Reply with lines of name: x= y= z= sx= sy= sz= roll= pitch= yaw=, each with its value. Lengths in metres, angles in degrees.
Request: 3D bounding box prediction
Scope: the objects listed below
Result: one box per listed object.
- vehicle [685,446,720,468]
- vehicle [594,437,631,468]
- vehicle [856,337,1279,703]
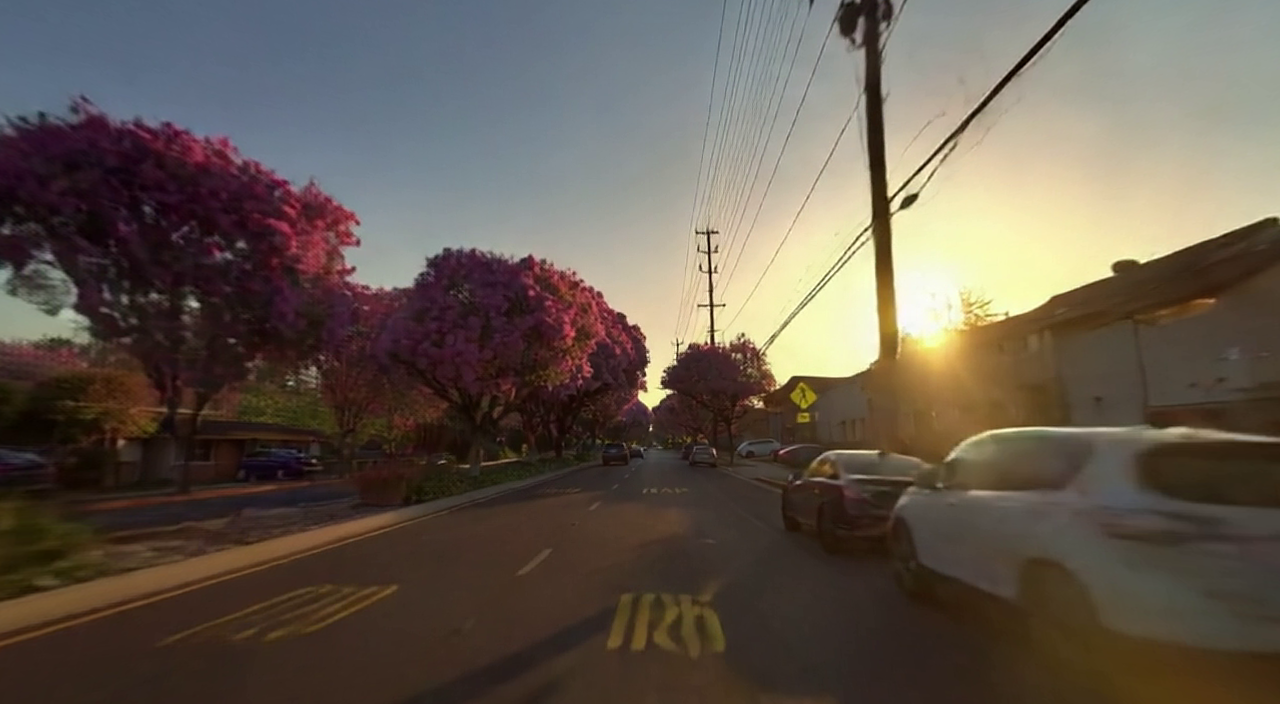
vehicle: x=4.395 y=7.442 z=44.862 sx=2.042 sy=1.465 sz=4.455 roll=0 pitch=-9 yaw=0
vehicle: x=-1.827 y=6.912 z=43.396 sx=2.202 sy=1.961 sz=4.980 roll=0 pitch=-9 yaw=1
vehicle: x=3.233 y=1.118 z=4.255 sx=1.896 sy=1.725 sz=4.500 roll=0 pitch=-9 yaw=-1
